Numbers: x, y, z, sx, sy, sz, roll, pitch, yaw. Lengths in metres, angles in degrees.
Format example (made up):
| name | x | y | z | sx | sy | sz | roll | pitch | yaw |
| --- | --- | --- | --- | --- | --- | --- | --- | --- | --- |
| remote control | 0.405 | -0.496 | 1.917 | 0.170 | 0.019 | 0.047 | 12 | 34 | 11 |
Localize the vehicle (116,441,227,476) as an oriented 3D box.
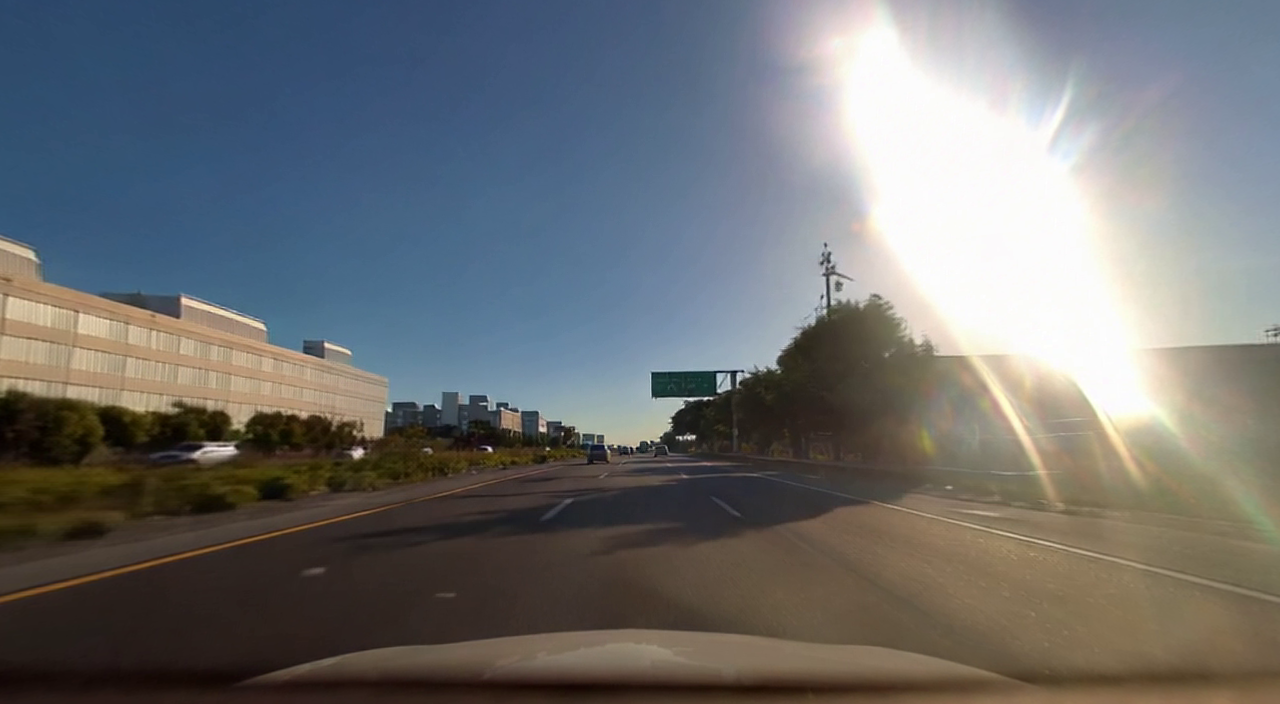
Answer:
| name | x | y | z | sx | sy | sz | roll | pitch | yaw |
| --- | --- | --- | --- | --- | --- | --- | --- | --- | --- |
| vehicle | -28.125 | 6.402 | 38.179 | 2.175 | 1.906 | 5.815 | 0 | -9 | 1 |
